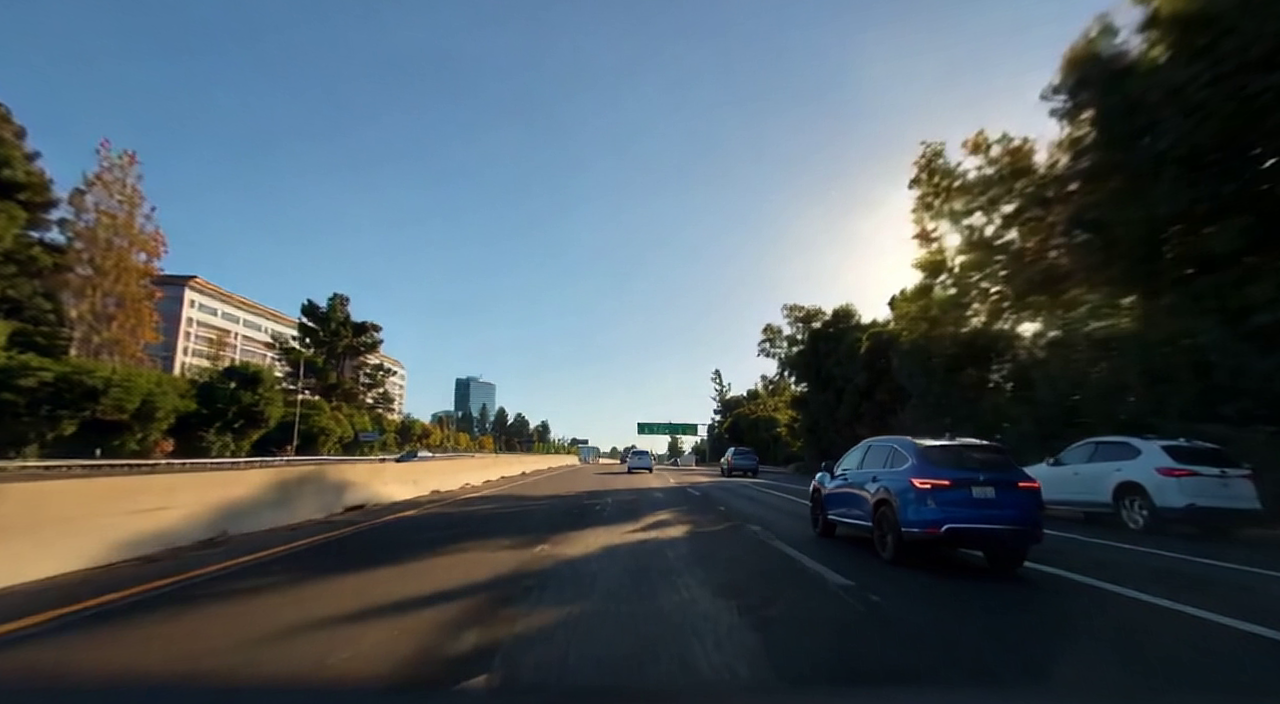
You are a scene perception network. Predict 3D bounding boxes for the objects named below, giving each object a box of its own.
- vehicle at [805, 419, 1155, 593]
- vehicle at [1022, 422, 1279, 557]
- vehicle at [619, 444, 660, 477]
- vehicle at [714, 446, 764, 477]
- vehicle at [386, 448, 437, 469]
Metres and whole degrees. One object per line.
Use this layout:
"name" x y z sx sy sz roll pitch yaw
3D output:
"vehicle" 3.874 1.819 8.336 2.097 1.659 4.320 1 -9 -2
"vehicle" 9.307 2.278 11.113 1.967 1.816 4.775 2 -9 -3
"vehicle" -0.087 6.188 36.334 2.181 1.768 4.383 1 -9 -2
"vehicle" 7.517 8.390 48.815 2.526 2.230 6.190 1 -9 -4
"vehicle" -17.264 8.054 48.029 2.137 1.454 4.701 0 -9 0
